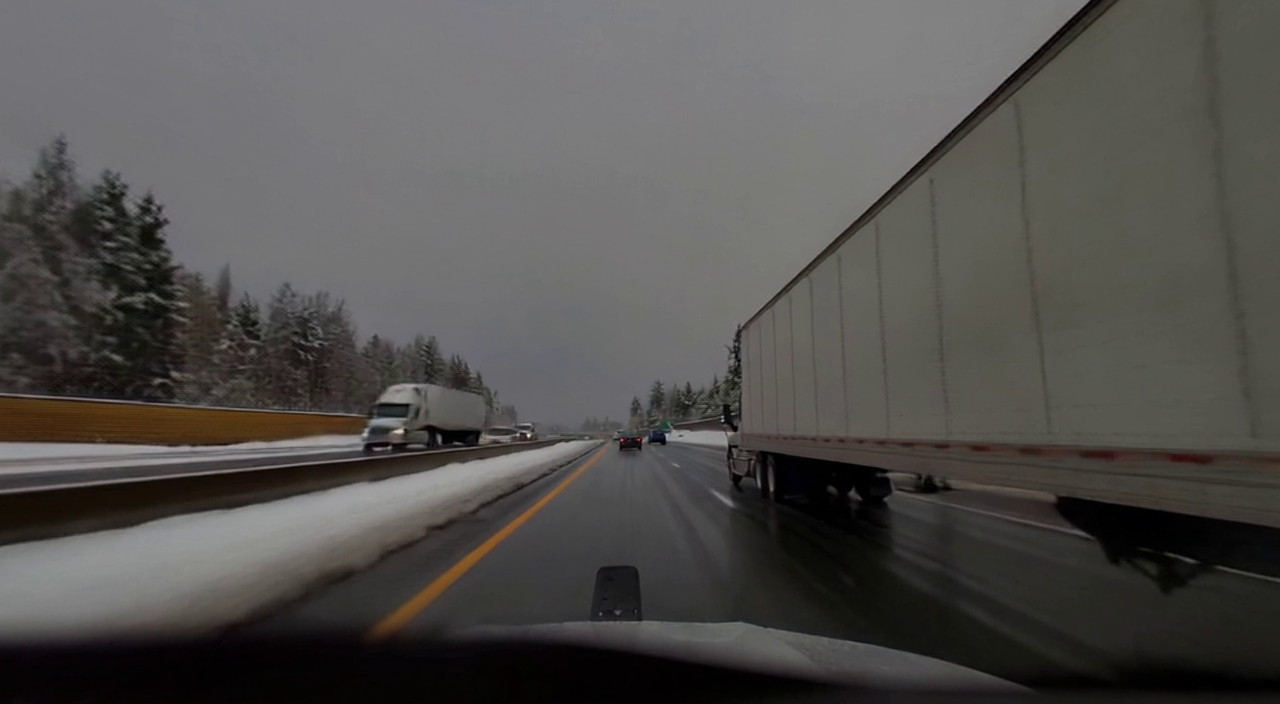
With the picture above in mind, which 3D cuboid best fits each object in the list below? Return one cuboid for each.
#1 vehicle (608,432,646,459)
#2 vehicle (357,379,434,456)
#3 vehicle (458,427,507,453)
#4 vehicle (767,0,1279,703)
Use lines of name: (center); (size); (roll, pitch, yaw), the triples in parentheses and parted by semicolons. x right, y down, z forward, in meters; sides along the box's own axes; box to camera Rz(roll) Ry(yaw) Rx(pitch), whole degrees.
vehicle: (-0.767, 5.577, 37.761); (2.119, 1.480, 4.000); (0, -8, -1)
vehicle: (-13.054, 3.553, 33.889); (2.996, 3.936, 2.677); (0, -8, -1)
vehicle: (-9.475, 5.340, 38.272); (1.906, 1.499, 4.537); (0, -8, -1)
vehicle: (4.252, 0.060, 5.883); (2.953, 4.045, 13.843); (0, -8, -1)
